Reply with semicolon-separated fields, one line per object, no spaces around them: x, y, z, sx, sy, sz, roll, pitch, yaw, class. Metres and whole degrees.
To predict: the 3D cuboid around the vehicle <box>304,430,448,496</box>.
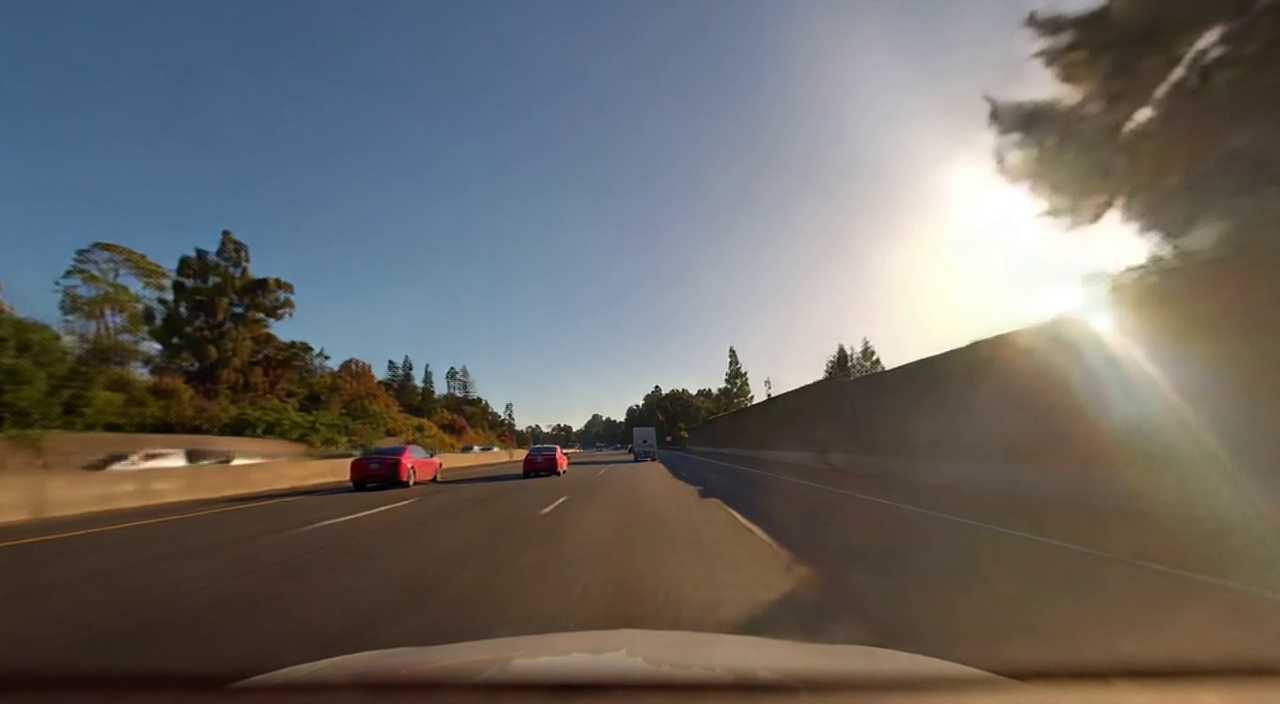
-7.538;3.218;18.622;2.189;1.673;4.699;0;-8;0;vehicle

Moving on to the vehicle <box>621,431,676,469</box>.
0.422;5.528;35.572;2.856;1.994;4.931;0;-8;-1;vehicle

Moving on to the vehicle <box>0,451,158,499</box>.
-20.893;4.529;23.597;1.886;1.543;4.774;0;-8;0;vehicle

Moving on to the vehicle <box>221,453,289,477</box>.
-27.881;8.188;45.781;1.864;1.548;4.753;0;-8;0;vehicle

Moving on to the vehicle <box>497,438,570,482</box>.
-3.961;4.089;24.164;2.000;1.512;4.371;0;-8;0;vehicle
